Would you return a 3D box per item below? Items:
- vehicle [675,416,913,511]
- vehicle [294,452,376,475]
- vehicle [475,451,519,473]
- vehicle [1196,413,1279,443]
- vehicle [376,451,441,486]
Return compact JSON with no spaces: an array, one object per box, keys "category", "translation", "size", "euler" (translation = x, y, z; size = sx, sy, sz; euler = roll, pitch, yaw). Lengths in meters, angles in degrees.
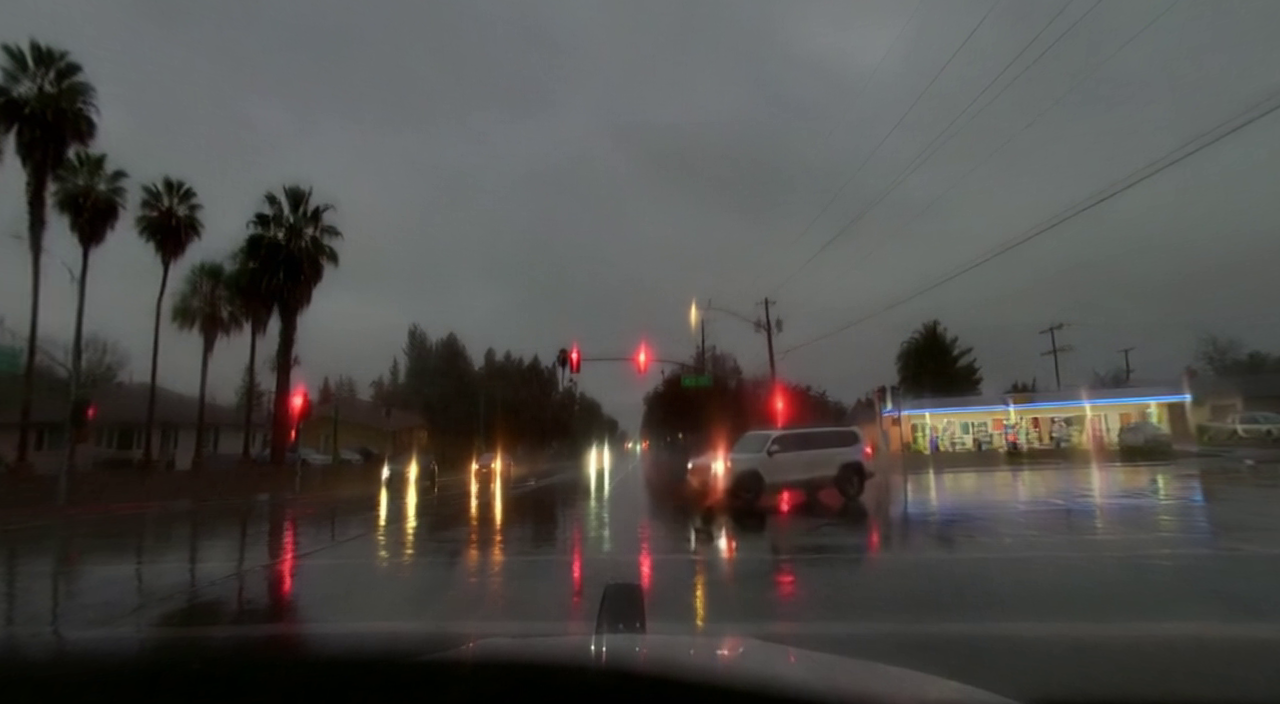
[{"category":"vehicle","translation":[3.496,2.439,14.253],"size":[5.086,1.817,1.952],"euler":[4,-10,-26]},{"category":"vehicle","translation":[-20.950,7.678,43.511],"size":[4.672,1.469,1.816],"euler":[-1,-9,-2]},{"category":"vehicle","translation":[-9.921,7.656,44.148],"size":[2.085,1.451,4.311],"euler":[0,-9,0]},{"category":"vehicle","translation":[38.297,4.795,39.969],"size":[4.488,1.447,1.765],"euler":[-5,-8,-1]},{"category":"vehicle","translation":[-13.051,6.556,35.945],"size":[2.009,1.777,4.559],"euler":[0,-9,-1]}]
